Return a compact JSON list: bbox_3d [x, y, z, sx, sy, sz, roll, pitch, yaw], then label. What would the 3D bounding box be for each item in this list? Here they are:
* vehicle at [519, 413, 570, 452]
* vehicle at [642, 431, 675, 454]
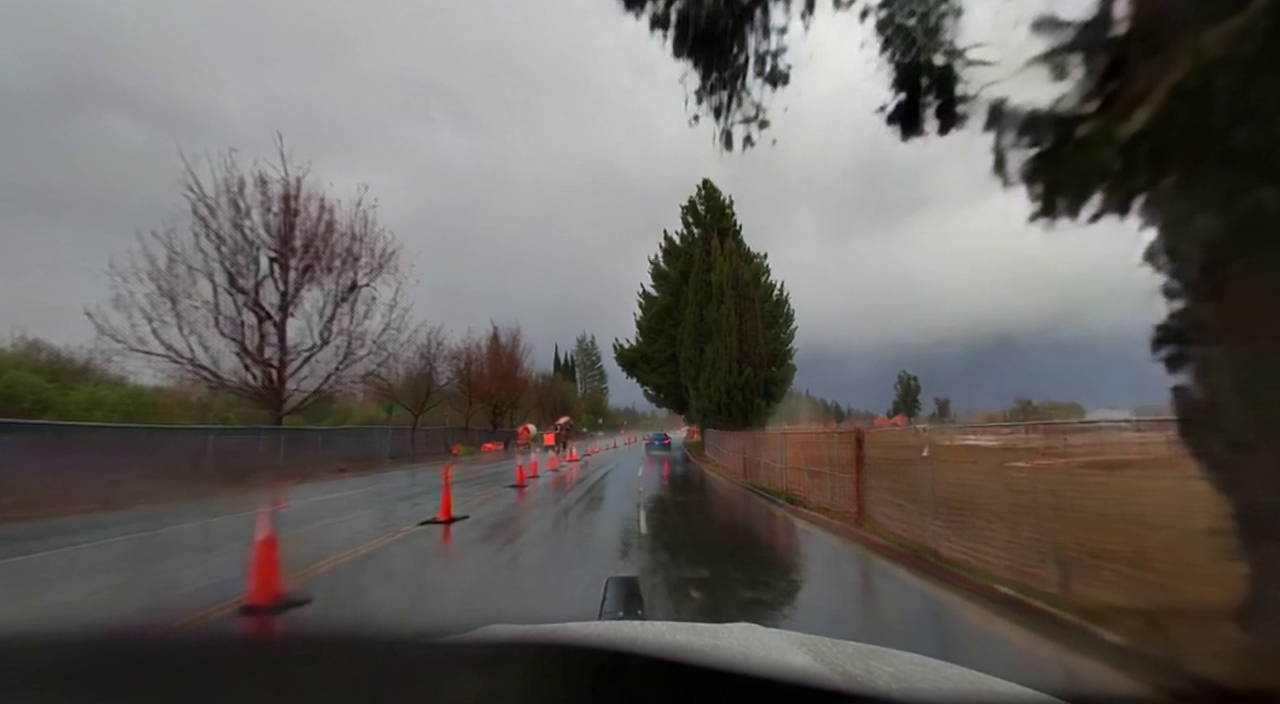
[{"bbox_3d":[-6.802,5.821,45.283,3.064,2.710,2.385,-1,-9,4],"label":"vehicle"},{"bbox_3d":[1.272,6.298,43.777,2.172,1.486,3.581,0,-9,2],"label":"vehicle"}]
